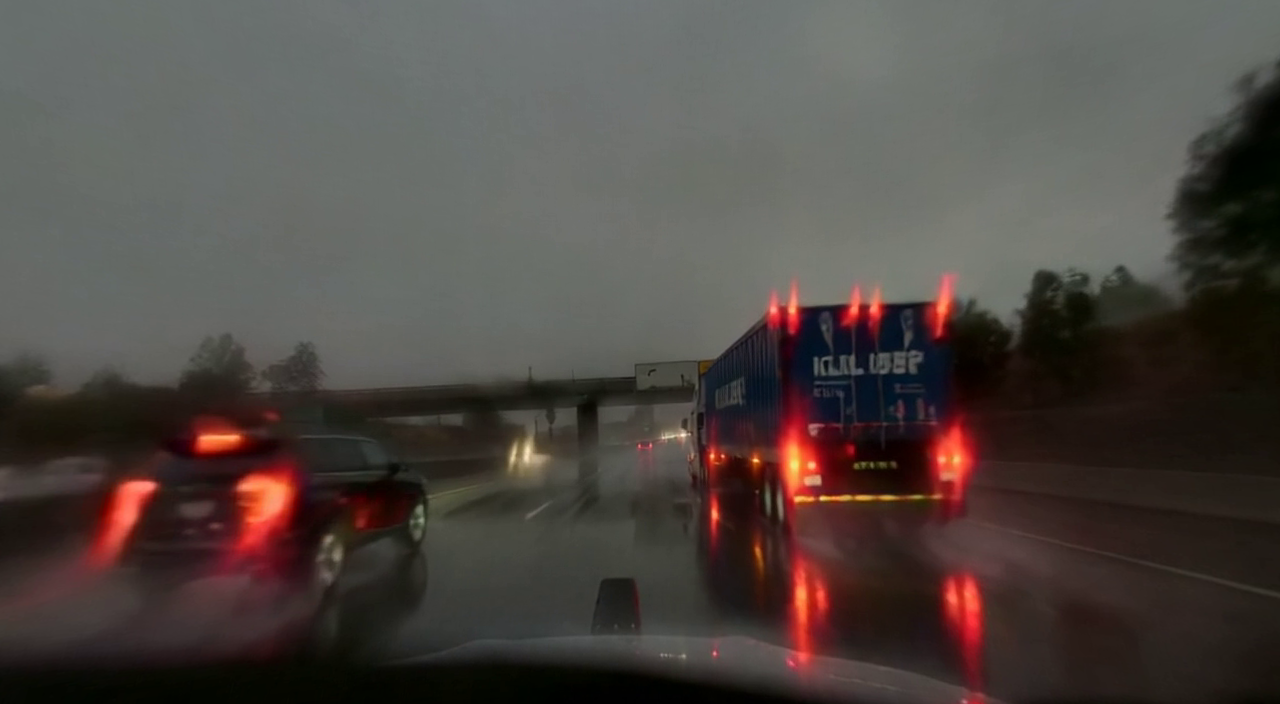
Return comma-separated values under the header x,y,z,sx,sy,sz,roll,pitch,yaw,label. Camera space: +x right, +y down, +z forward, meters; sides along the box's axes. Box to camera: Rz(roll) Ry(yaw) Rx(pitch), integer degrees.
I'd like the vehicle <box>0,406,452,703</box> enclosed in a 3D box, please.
x,y,z,sx,sy,sz,roll,pitch,yaw,label
-3.373,1.360,5.222,2.276,1.551,4.484,-1,-8,0,vehicle

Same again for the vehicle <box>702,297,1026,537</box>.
x,y,z,sx,sy,sz,roll,pitch,yaw,label
3.857,1.734,15.191,3.306,3.531,11.717,-1,-8,-1,vehicle
